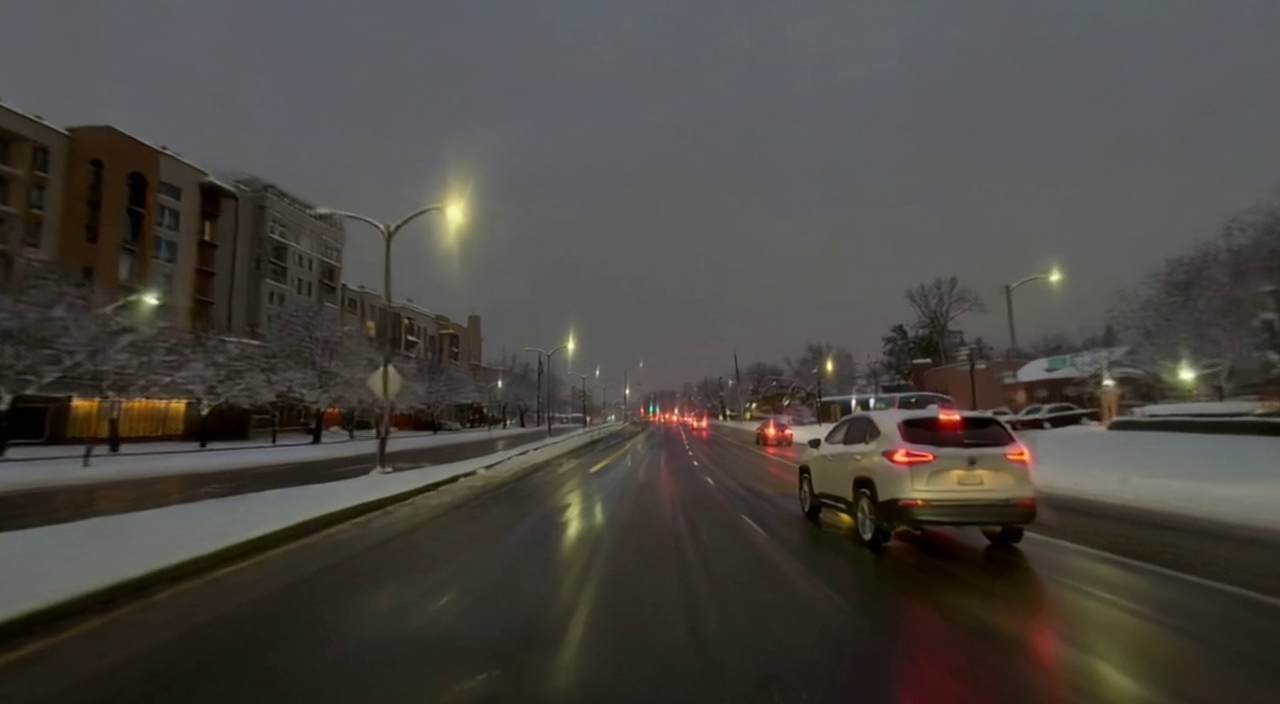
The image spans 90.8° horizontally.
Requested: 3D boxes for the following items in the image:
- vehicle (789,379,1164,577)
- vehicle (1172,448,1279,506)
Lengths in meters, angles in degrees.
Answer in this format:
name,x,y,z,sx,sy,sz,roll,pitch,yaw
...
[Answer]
name,x,y,z,sx,sy,sz,roll,pitch,yaw
vehicle,3.642,1.498,8.195,2.219,1.795,4.718,0,-9,0
vehicle,17.086,3.285,16.838,1.869,1.438,4.366,0,-9,-2
